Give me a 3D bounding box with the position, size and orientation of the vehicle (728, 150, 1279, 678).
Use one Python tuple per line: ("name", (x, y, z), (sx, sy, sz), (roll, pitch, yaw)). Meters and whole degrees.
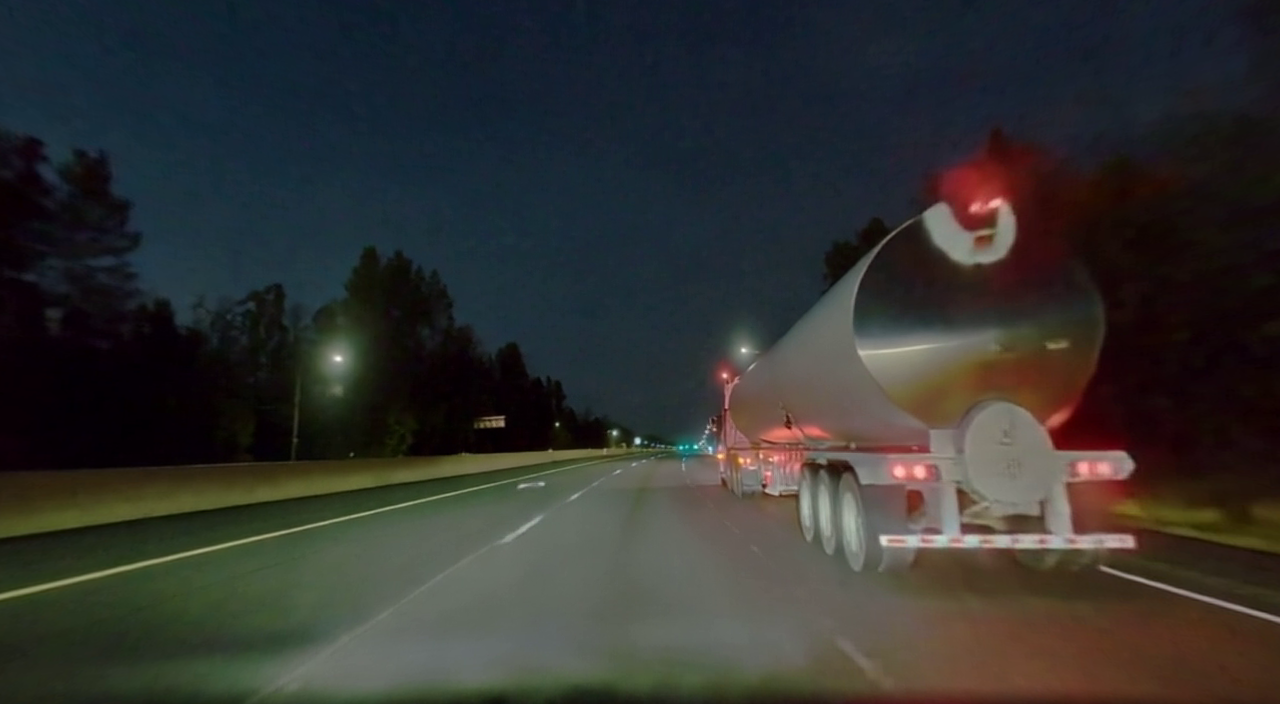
("vehicle", (4.017, 1.376, 11.473), (2.880, 3.624, 14.397), (0, -8, 0))
